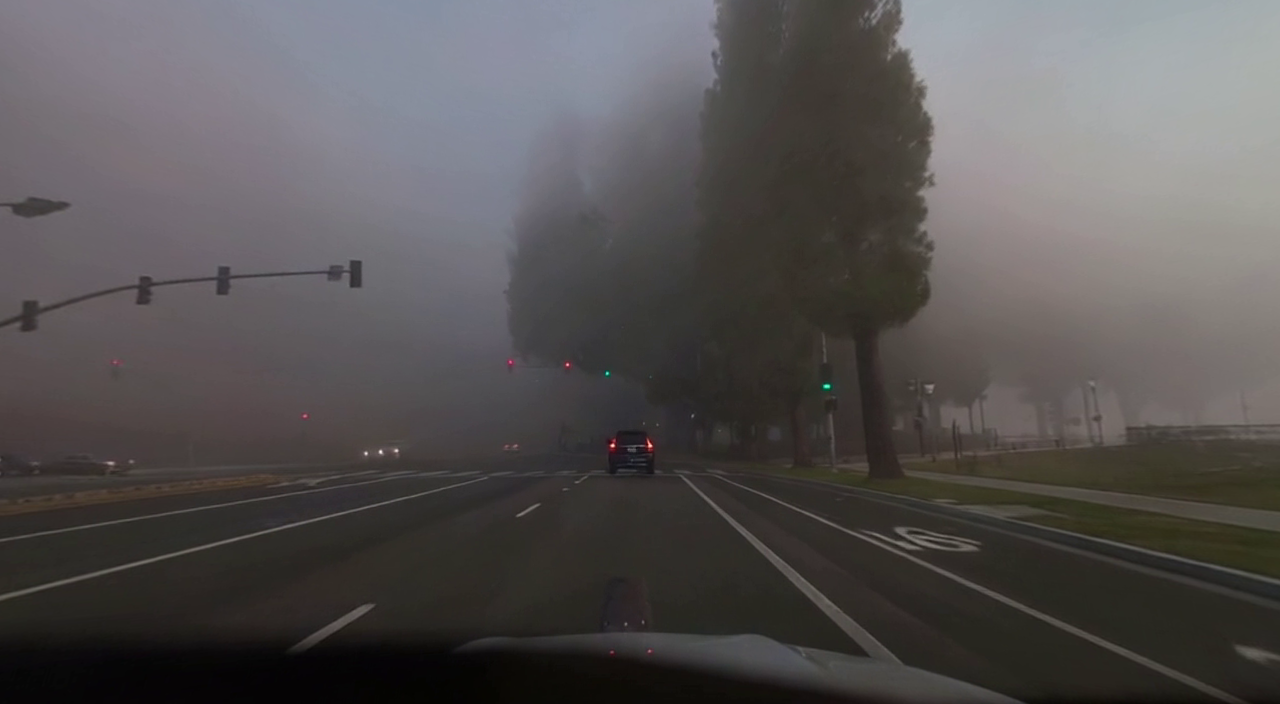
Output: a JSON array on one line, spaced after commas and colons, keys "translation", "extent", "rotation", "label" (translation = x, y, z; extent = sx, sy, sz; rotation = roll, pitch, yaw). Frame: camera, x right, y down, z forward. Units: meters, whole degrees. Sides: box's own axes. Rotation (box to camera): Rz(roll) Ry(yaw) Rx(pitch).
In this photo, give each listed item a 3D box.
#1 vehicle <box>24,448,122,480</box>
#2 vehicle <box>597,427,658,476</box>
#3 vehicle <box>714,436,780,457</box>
[{"translation": [-29.100, 5.711, 32.352], "extent": [4.504, 1.524, 2.226], "rotation": [-5, -10, 28], "label": "vehicle"}, {"translation": [-0.464, 3.869, 24.656], "extent": [2.169, 1.751, 4.276], "rotation": [0, -8, -1], "label": "vehicle"}, {"translation": [8.028, 7.090, 47.432], "extent": [4.465, 1.506, 2.028], "rotation": [-4, -9, 24], "label": "vehicle"}]
